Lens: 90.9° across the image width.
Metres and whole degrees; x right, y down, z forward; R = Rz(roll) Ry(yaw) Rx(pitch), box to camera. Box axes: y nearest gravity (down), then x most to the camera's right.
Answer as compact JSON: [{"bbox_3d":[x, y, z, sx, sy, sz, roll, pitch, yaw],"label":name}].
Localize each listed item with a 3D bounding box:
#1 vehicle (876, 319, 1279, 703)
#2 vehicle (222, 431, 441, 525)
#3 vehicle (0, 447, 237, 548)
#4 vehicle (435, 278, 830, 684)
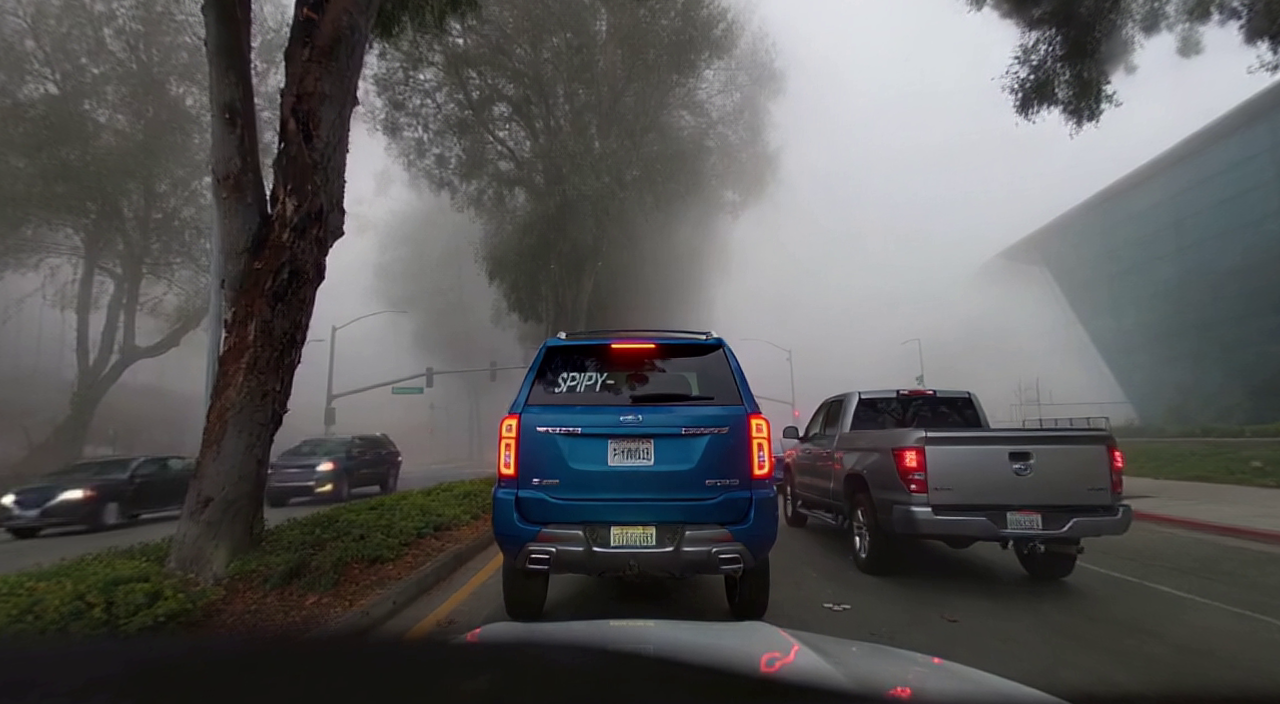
[{"bbox_3d":[3.079,0.984,3.469,2.022,1.700,4.410,0,-8,3],"label":"vehicle"},{"bbox_3d":[-9.102,3.798,20.069,2.873,2.199,8.099,-3,-9,1],"label":"vehicle"},{"bbox_3d":[-12.569,3.416,15.605,2.111,1.917,4.758,-5,-8,-1],"label":"vehicle"},{"bbox_3d":[0.011,1.038,5.946,2.267,2.372,4.366,0,-8,2],"label":"vehicle"}]
